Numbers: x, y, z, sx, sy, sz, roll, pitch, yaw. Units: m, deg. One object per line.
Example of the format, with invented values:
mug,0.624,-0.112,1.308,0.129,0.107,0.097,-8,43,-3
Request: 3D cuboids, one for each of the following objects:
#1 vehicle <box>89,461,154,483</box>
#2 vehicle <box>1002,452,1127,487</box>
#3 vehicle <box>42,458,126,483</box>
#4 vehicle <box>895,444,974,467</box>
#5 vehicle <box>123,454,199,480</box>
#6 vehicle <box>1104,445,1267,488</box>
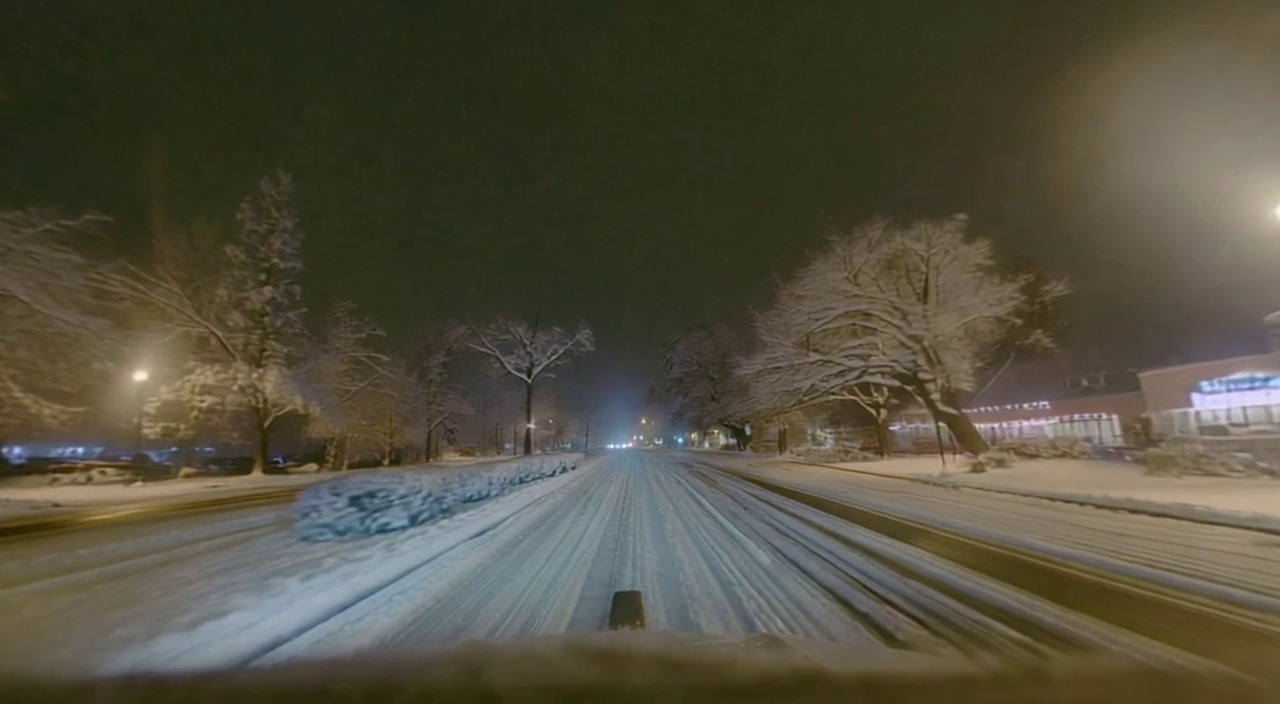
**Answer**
vehicle,-38.402,8.883,46.916,1.720,1.508,3.653,0,-9,-1
vehicle,19.942,5.560,29.812,4.403,1.436,1.918,-2,-12,1
vehicle,-41.294,8.775,47.081,2.047,1.622,4.985,-1,-9,-5
vehicle,20.151,7.071,43.292,4.333,1.507,2.101,0,-9,-1
vehicle,-35.648,8.540,47.156,1.983,1.818,4.590,0,-9,0
vehicle,20.453,4.277,23.836,4.267,1.512,1.966,0,-9,0
